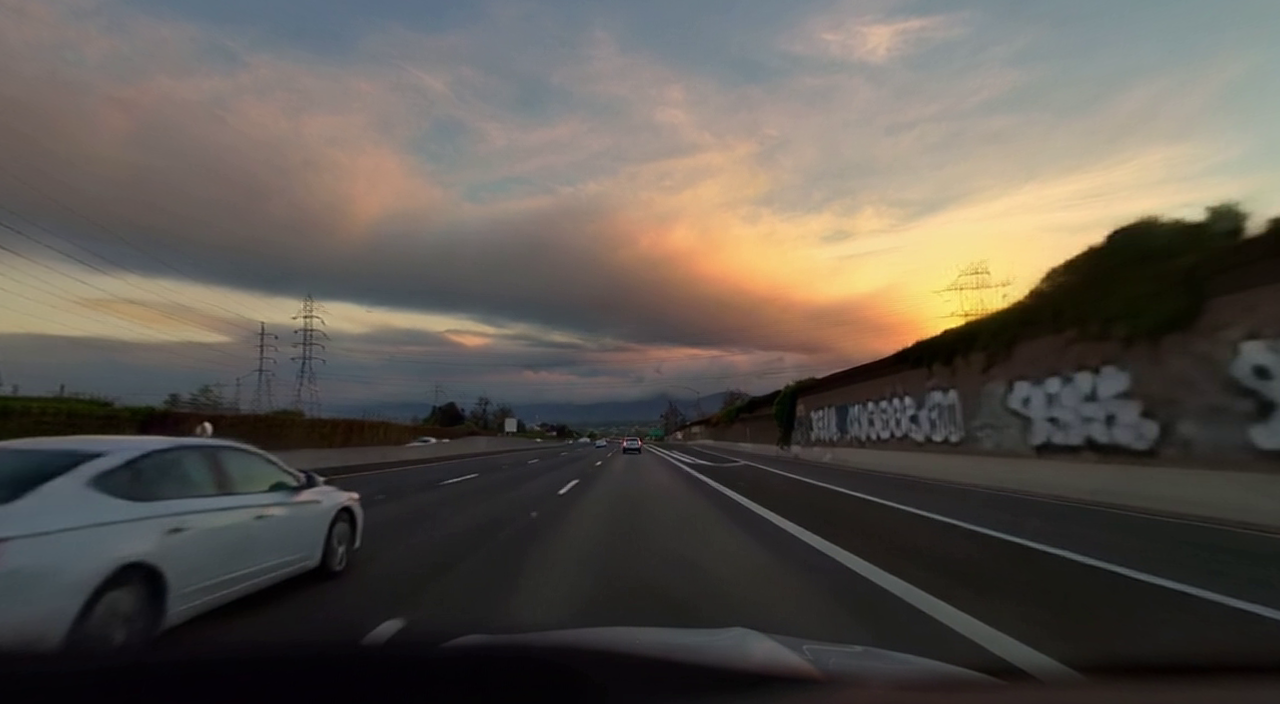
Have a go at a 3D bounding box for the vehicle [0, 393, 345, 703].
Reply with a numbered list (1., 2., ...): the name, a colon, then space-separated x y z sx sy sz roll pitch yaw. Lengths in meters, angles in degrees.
1. vehicle: -3.566 0.989 3.005 2.000 1.513 4.901 0 -8 -1
